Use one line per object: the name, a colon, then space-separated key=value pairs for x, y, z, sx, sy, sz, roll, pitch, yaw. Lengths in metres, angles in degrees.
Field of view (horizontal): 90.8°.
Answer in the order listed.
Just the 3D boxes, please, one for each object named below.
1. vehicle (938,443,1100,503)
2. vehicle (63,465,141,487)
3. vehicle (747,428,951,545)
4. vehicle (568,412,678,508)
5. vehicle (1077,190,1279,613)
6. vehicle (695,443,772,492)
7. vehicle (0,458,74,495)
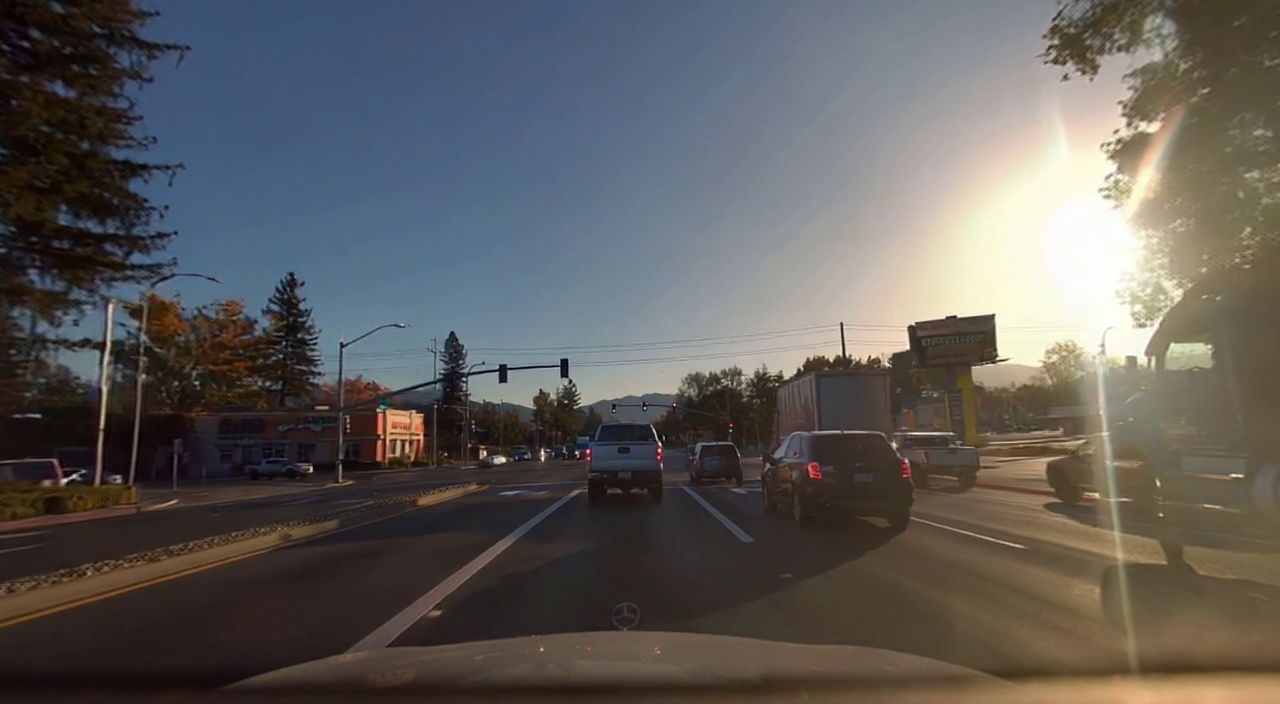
vehicle: x=10.408 y=3.321 z=17.821 sx=1.768 sy=1.472 sz=4.350 roll=0 pitch=-9 yaw=-1
vehicle: x=-38.057 y=8.775 z=44.711 sx=4.150 sy=1.474 sz=1.826 roll=-2 pitch=-9 yaw=11
vehicle: x=3.307 y=2.234 z=11.255 sx=1.905 sy=1.587 sz=4.998 roll=0 pitch=-9 yaw=0
vehicle: x=-0.420 y=2.849 z=17.019 sx=2.499 sy=2.183 sz=5.111 roll=0 pitch=-9 yaw=-1
vehicle: x=6.486 y=0.146 z=3.423 sx=2.802 sy=3.322 sz=7.429 roll=0 pitch=-9 yaw=0
vehicle: x=3.102 y=3.922 z=21.851 sx=1.922 sy=1.483 sz=4.436 roll=0 pitch=-9 yaw=-1
vehicle: x=-28.611 y=5.686 z=29.076 sx=1.730 sy=1.534 sz=3.922 roll=1 pitch=-9 yaw=-7
